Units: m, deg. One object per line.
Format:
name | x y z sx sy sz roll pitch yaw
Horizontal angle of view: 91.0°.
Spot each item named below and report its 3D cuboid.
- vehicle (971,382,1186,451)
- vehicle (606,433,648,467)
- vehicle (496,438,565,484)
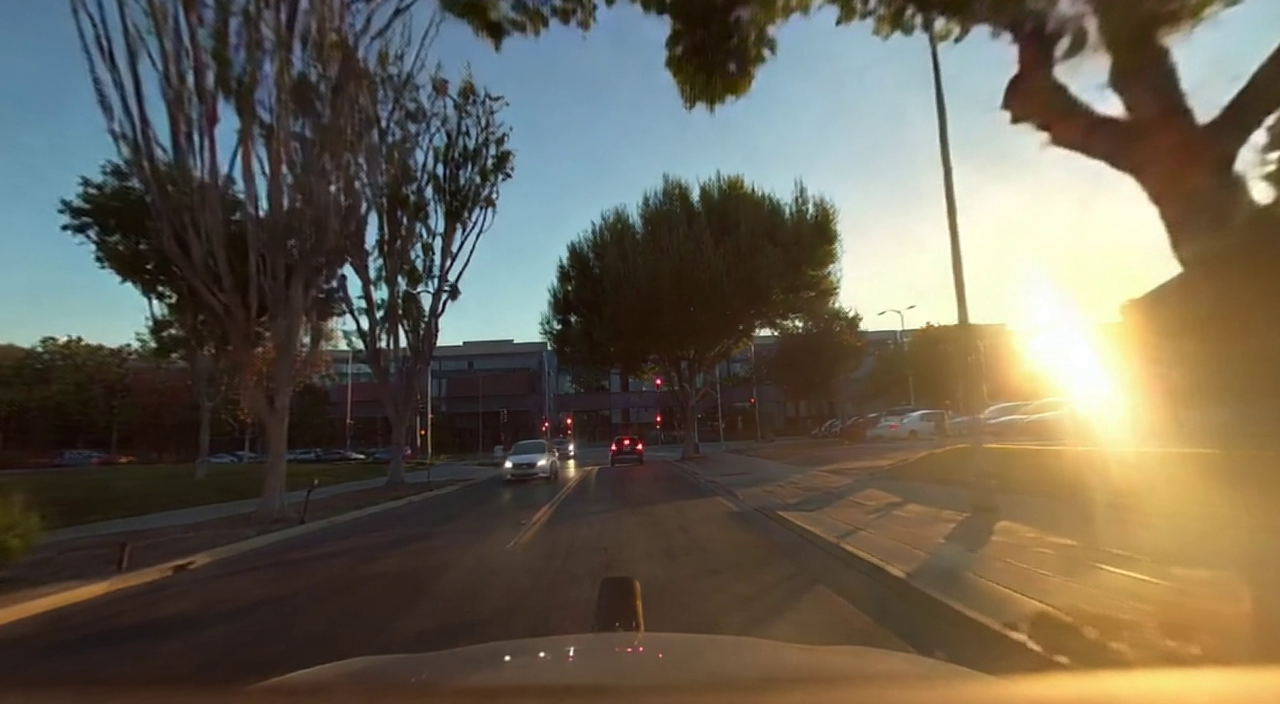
vehicle | 12.004 1.817 17.555 4.349 1.462 1.982 -5 -7 6
vehicle | -0.665 5.257 33.929 2.142 1.686 3.816 -1 -8 0
vehicle | -3.861 3.894 22.861 1.973 1.512 3.524 0 -8 -2
